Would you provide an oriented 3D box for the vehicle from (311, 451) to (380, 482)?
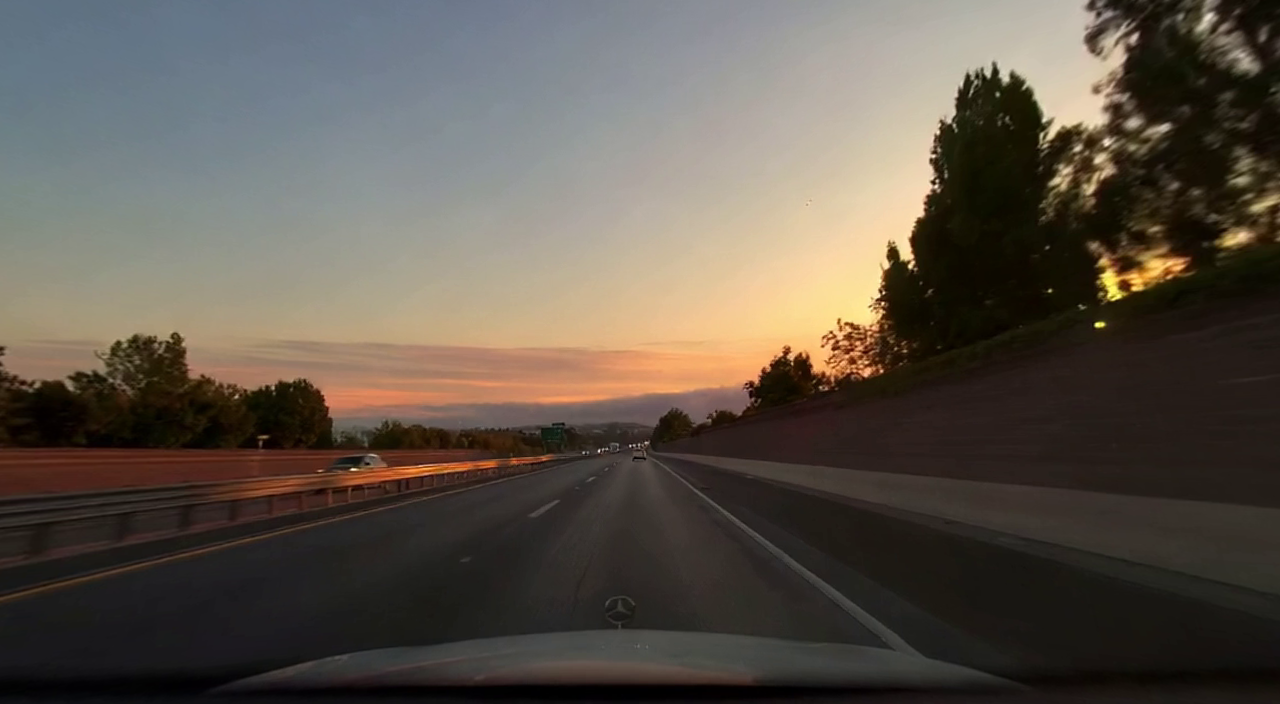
[{"bbox_3d":[-17.739,6.902,38.118,1.954,1.698,4.409,-1,-9,1],"label":"vehicle"}]
